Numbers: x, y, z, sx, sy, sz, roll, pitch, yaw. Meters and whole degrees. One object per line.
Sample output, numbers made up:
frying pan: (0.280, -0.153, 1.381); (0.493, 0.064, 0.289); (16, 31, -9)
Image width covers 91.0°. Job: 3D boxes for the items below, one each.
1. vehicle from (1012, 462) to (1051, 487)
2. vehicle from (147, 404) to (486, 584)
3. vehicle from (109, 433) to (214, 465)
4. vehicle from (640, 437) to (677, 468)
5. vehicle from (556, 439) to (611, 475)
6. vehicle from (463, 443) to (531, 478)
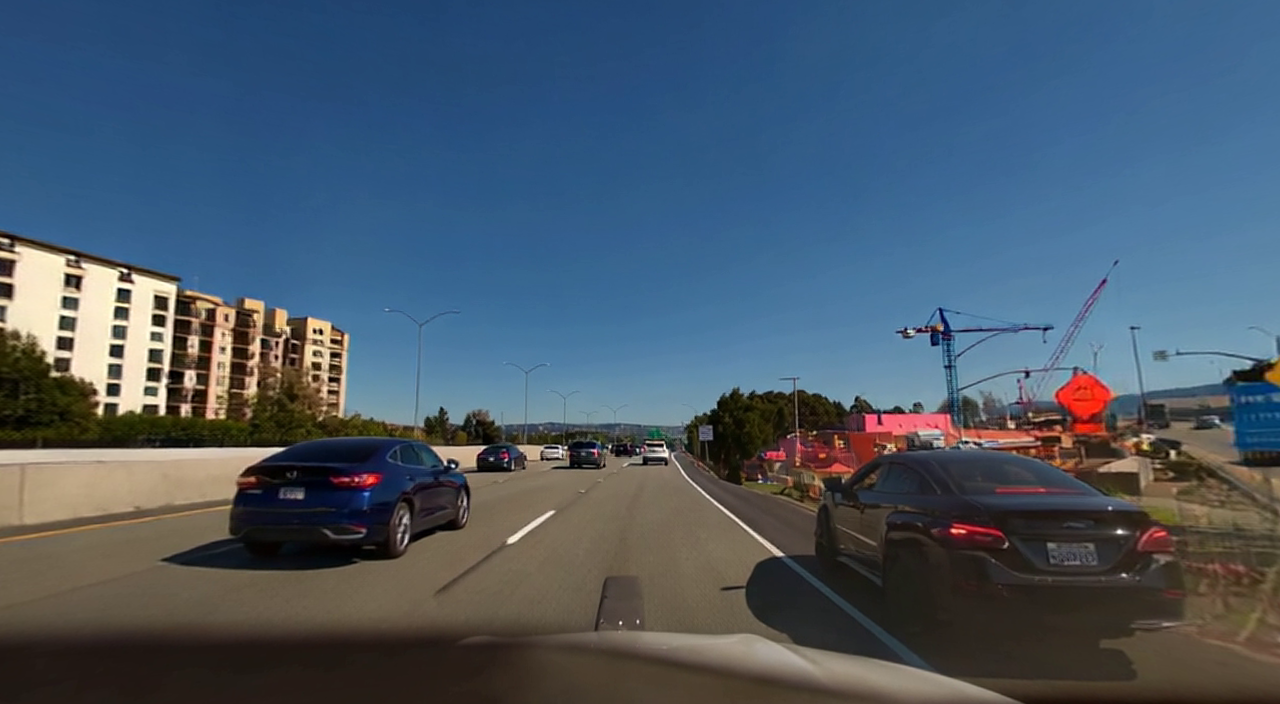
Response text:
vehicle: (28.063, 8.749, 45.219); (1.873, 1.547, 4.240); (-4, -9, 25)
vehicle: (-3.689, 1.699, 8.369); (2.045, 1.710, 4.382); (0, -8, 2)
vehicle: (-26.516, 5.396, 35.169); (1.878, 1.670, 4.803); (0, -8, 3)
vehicle: (1.126, 6.209, 38.934); (2.116, 1.763, 4.352); (0, -8, 1)
vehicle: (-2.755, 5.271, 31.806); (2.109, 1.657, 4.554); (0, -8, 4)
vehicle: (-6.583, 5.024, 29.507); (1.959, 1.486, 4.460); (0, -8, 2)
